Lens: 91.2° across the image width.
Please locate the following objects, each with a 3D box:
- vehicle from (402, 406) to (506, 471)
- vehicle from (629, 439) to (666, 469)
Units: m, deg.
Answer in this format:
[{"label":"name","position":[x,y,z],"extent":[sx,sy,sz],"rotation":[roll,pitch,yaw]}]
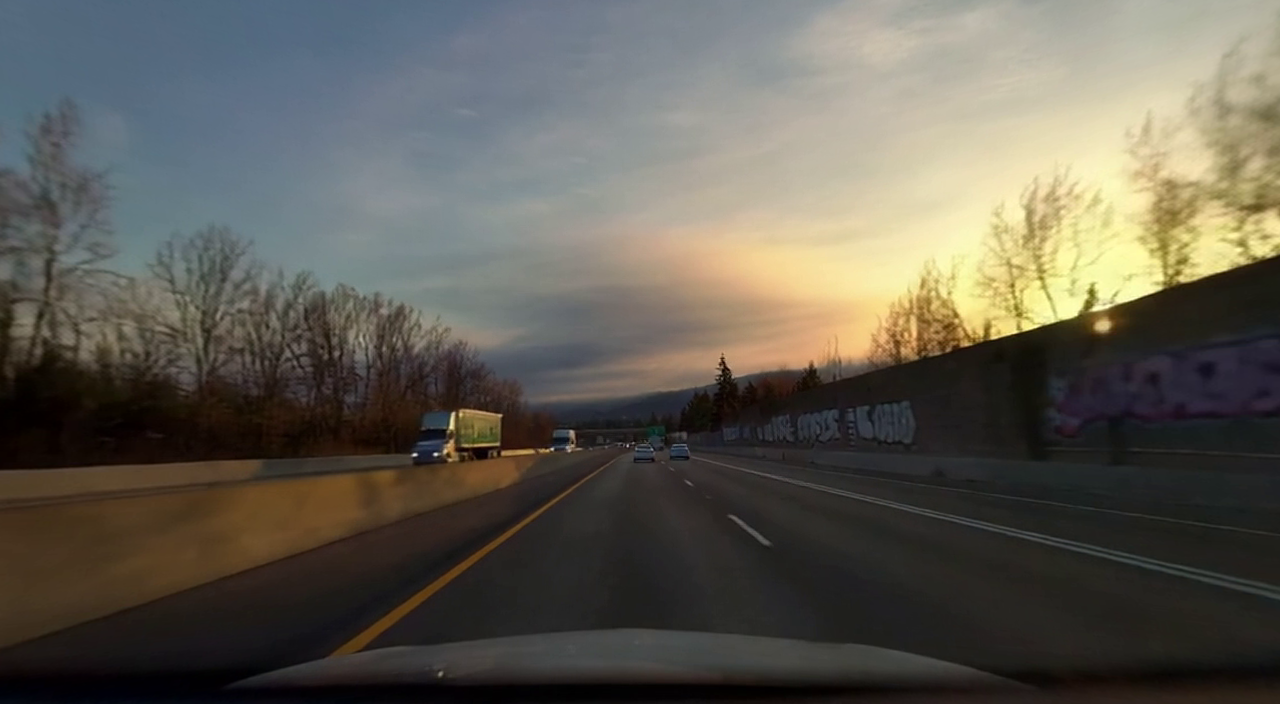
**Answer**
[{"label":"vehicle","position":[-13.365,6.573,46.953],"extent":[3.286,4.083,14.078],"rotation":[-1,-9,1]},{"label":"vehicle","position":[0.400,6.175,37.967],"extent":[2.095,1.671,4.219],"rotation":[0,-9,-1]}]
